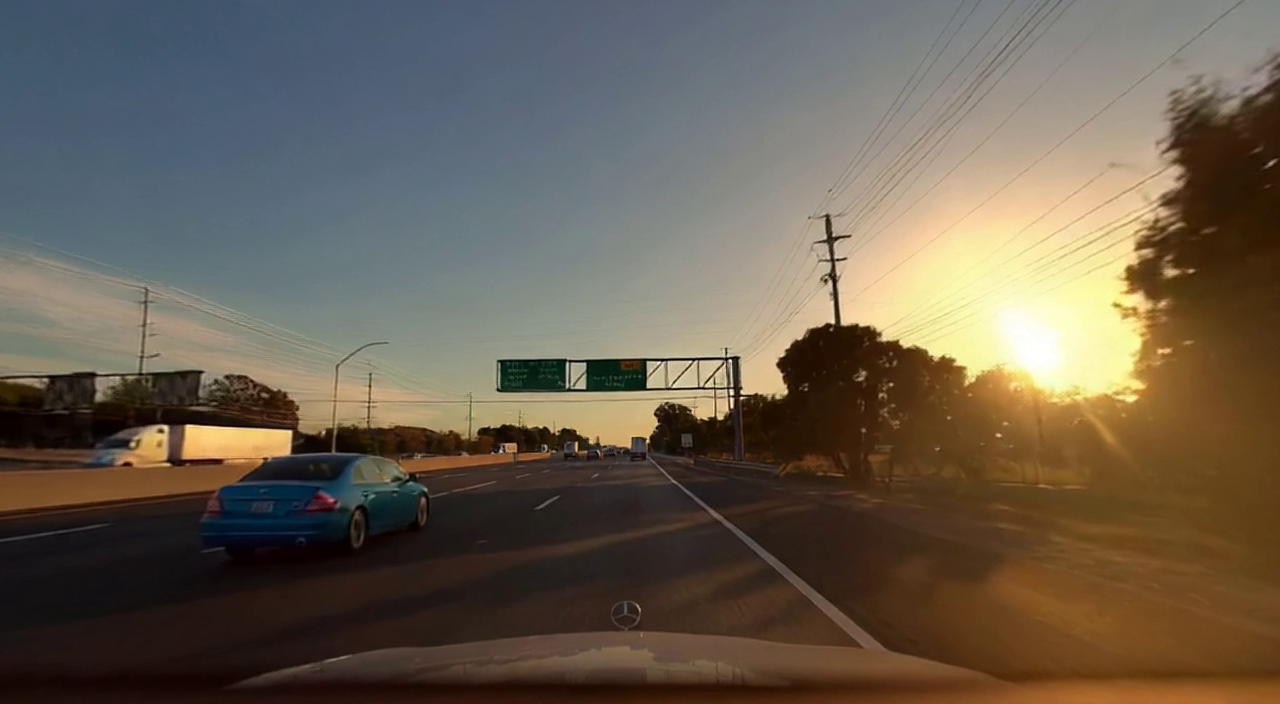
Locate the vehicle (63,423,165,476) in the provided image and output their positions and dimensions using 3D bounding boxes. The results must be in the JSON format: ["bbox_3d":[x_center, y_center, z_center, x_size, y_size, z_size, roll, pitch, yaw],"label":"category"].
[{"bbox_3d":[-40.683,7.579,48.999,2.871,3.889,5.491,0,-9,0],"label":"vehicle"}]

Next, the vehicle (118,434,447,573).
[{"bbox_3d":[-4.606,2.000,9.166,2.104,1.501,4.459,0,-9,1],"label":"vehicle"}]
